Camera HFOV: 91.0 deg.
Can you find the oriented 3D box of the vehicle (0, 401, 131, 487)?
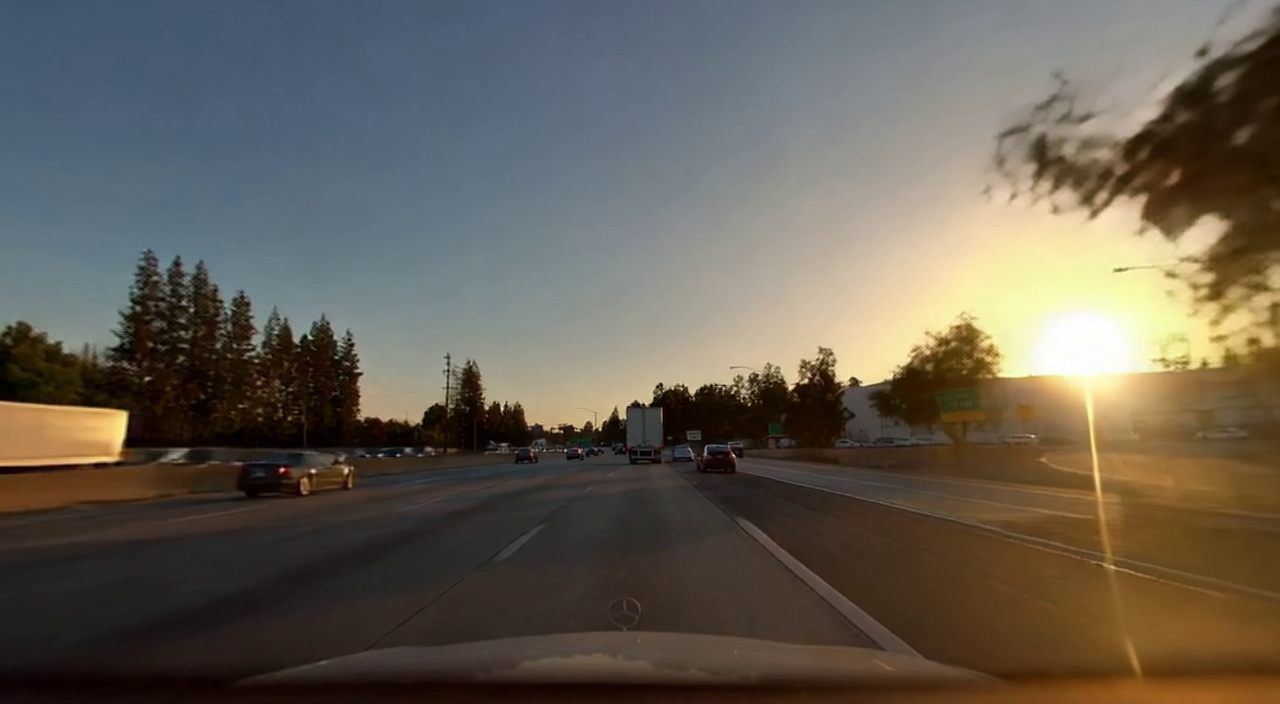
[{"bbox_3d":[-31.314,4.157,28.389,3.013,3.963,16.399,0,-9,0],"label":"vehicle"}]

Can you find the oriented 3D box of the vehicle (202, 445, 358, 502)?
[{"bbox_3d":[-10.740,3.629,19.276,2.015,1.521,4.550,0,-9,1],"label":"vehicle"}]

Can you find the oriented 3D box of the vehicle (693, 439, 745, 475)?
[{"bbox_3d":[4.035,5.454,32.904,2.107,1.707,4.445,0,-9,0],"label":"vehicle"}]

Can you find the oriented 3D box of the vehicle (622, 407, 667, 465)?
[{"bbox_3d":[0.488,6.478,47.944,3.012,3.928,10.262,0,-9,2],"label":"vehicle"}]

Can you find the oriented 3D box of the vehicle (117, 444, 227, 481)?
[{"bbox_3d":[-23.907,5.612,32.413,2.112,1.750,4.489,0,-9,1],"label":"vehicle"}]
